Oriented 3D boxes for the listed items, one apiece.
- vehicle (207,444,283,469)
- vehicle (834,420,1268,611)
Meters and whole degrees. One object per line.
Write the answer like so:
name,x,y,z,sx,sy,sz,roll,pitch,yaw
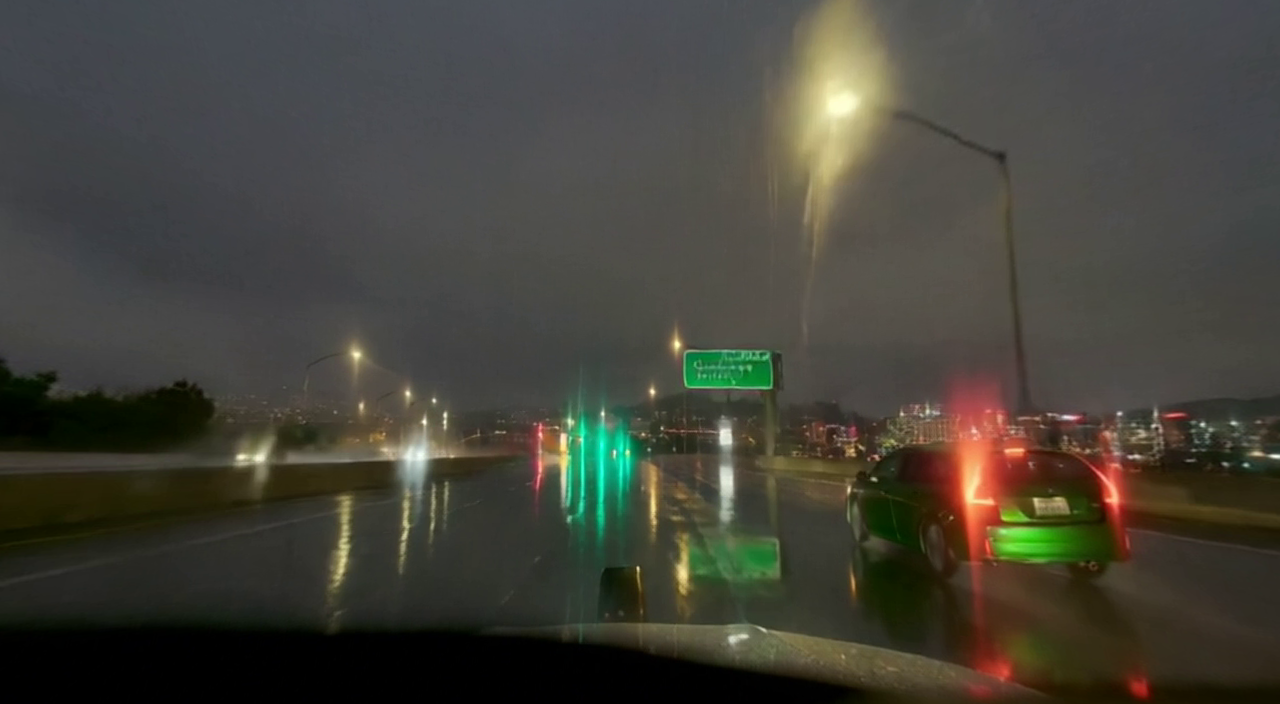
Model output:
vehicle,-26.372,6.994,42.337,1.923,1.536,4.887,0,-8,0
vehicle,4.182,1.707,7.696,2.104,1.575,4.698,0,-8,0
